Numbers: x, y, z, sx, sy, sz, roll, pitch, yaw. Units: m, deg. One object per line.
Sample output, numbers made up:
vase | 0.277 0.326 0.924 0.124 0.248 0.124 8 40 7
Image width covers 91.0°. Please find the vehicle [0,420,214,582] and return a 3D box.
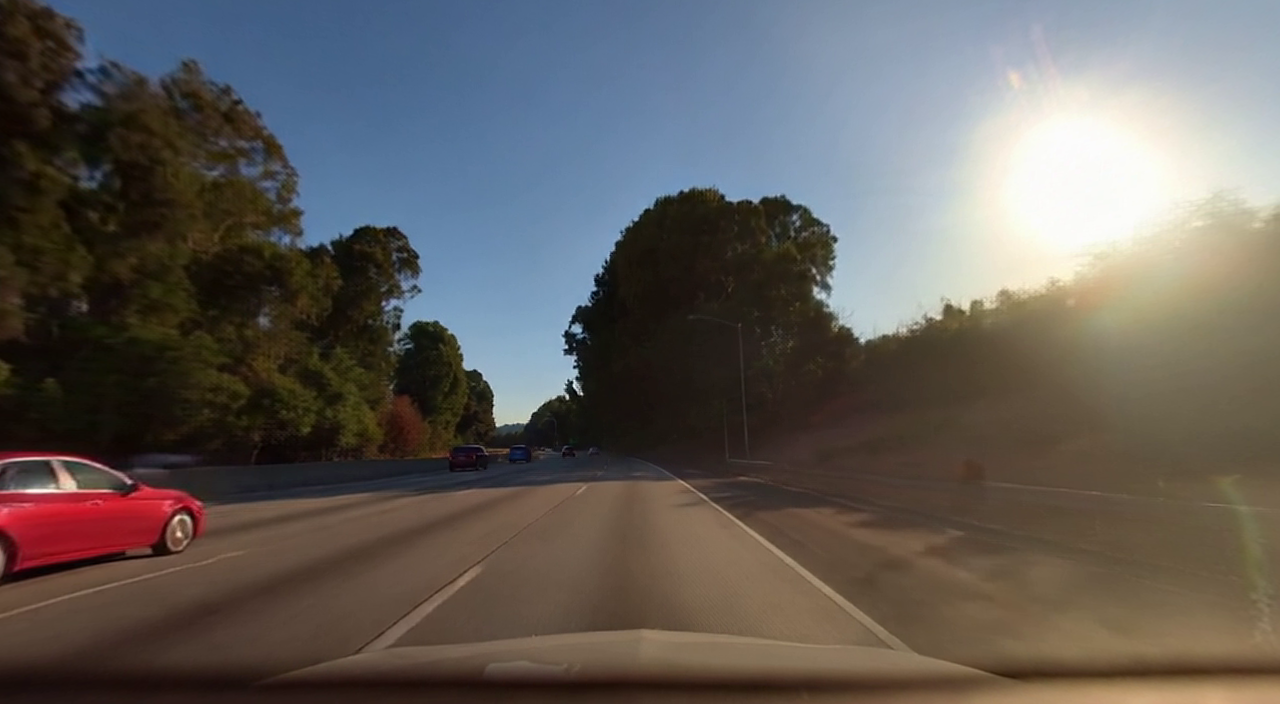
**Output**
vehicle | -7.450 1.586 6.939 2.133 1.586 4.869 0 -9 -1

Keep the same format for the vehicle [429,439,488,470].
vehicle | -12.071 6.834 42.275 2.425 1.926 5.584 0 -9 -2

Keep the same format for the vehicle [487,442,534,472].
vehicle | -7.827 6.374 38.402 2.060 1.680 4.255 0 -9 -2
